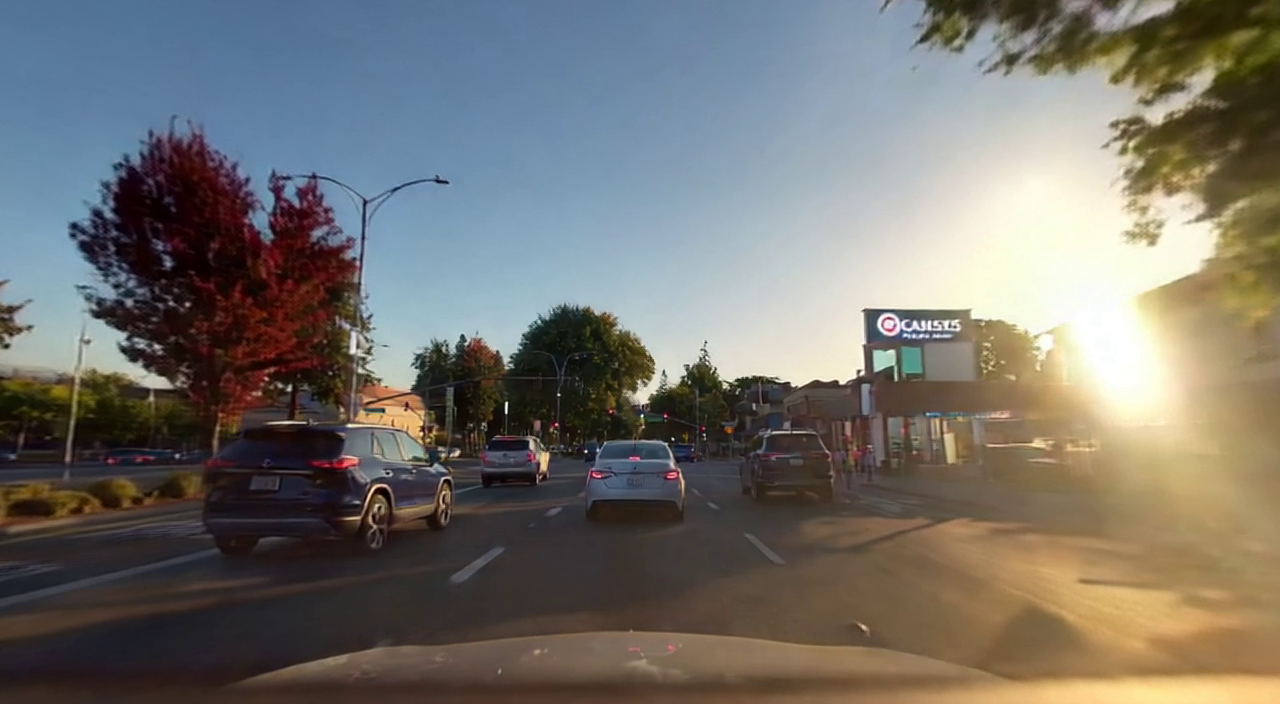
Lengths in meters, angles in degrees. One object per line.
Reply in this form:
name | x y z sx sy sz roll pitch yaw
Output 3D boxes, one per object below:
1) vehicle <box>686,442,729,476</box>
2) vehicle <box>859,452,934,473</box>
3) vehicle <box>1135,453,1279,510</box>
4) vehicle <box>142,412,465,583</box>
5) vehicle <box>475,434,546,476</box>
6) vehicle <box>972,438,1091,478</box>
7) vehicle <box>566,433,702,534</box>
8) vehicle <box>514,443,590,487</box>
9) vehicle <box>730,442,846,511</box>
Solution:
vehicle | 3.556 5.697 33.808 1.848 1.665 3.747 0 -8 0
vehicle | 19.217 8.317 47.437 4.795 1.457 1.986 0 -8 4
vehicle | 17.268 3.707 18.523 1.860 1.408 4.631 0 -8 4
vehicle | -3.930 1.750 8.354 1.983 1.685 3.997 0 -8 1
vehicle | -6.764 5.475 33.704 2.321 2.013 5.640 0 -8 3
vehicle | 17.934 4.840 29.070 1.907 1.669 4.147 5 -10 -28
vehicle | -0.096 2.368 11.973 2.121 1.563 4.031 0 -8 0
vehicle | -3.198 4.212 23.802 2.126 1.490 4.265 0 -8 2
vehicle | 3.538 3.041 15.920 1.979 1.485 4.207 0 -8 1
